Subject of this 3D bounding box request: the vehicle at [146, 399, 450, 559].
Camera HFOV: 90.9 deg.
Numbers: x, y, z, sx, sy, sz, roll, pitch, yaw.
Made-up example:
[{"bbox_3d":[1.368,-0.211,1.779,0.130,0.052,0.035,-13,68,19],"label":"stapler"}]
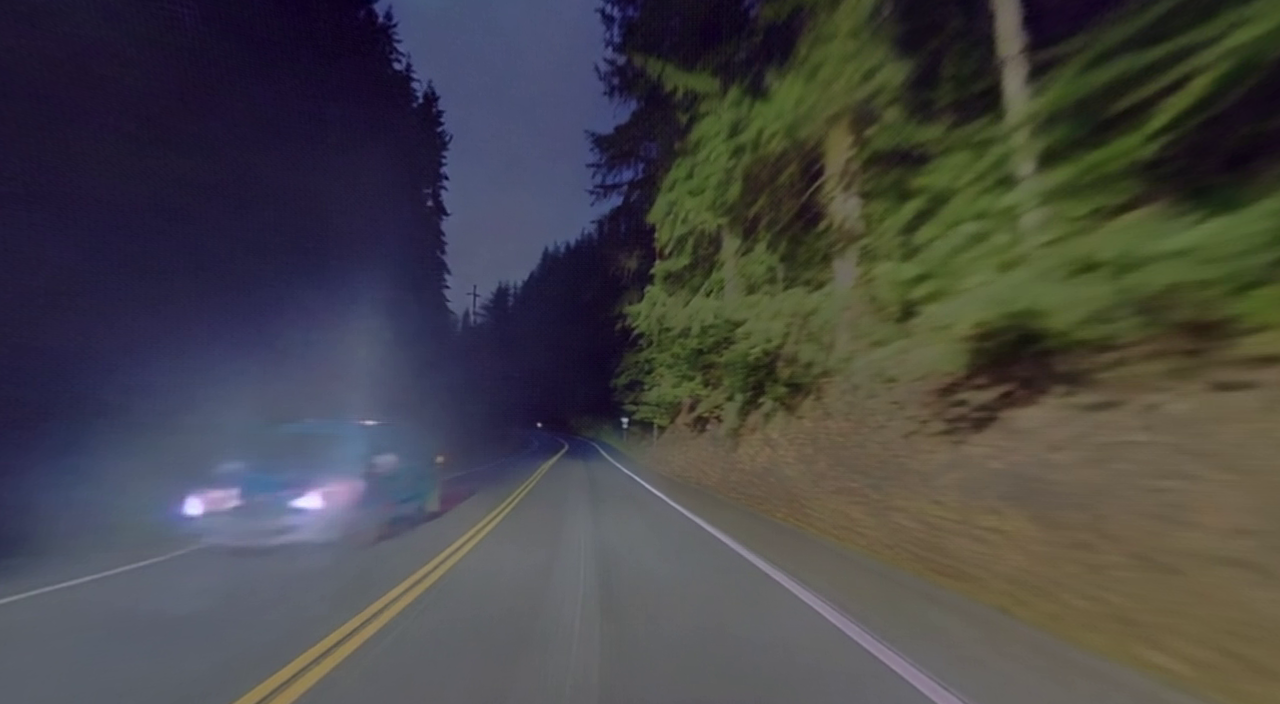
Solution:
[{"bbox_3d":[-4.811,1.857,9.962,2.213,1.882,4.693,0,-8,-1],"label":"vehicle"}]
